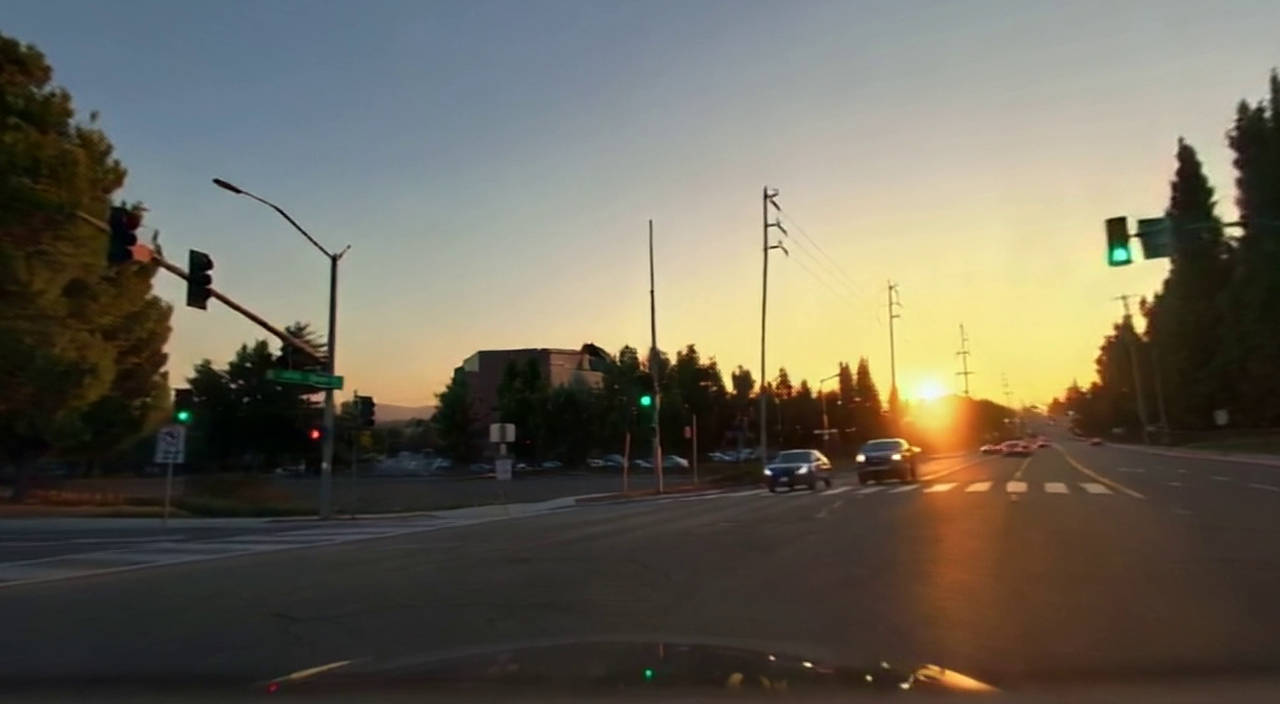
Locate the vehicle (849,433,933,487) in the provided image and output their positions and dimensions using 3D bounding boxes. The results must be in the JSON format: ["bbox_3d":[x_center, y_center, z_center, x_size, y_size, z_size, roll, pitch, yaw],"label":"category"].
[{"bbox_3d":[9.053,3.811,22.429,2.090,1.697,4.341,-5,-10,29],"label":"vehicle"}]

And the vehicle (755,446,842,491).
[{"bbox_3d":[6.032,4.288,23.517,2.029,1.504,4.293,-5,-10,29],"label":"vehicle"}]
